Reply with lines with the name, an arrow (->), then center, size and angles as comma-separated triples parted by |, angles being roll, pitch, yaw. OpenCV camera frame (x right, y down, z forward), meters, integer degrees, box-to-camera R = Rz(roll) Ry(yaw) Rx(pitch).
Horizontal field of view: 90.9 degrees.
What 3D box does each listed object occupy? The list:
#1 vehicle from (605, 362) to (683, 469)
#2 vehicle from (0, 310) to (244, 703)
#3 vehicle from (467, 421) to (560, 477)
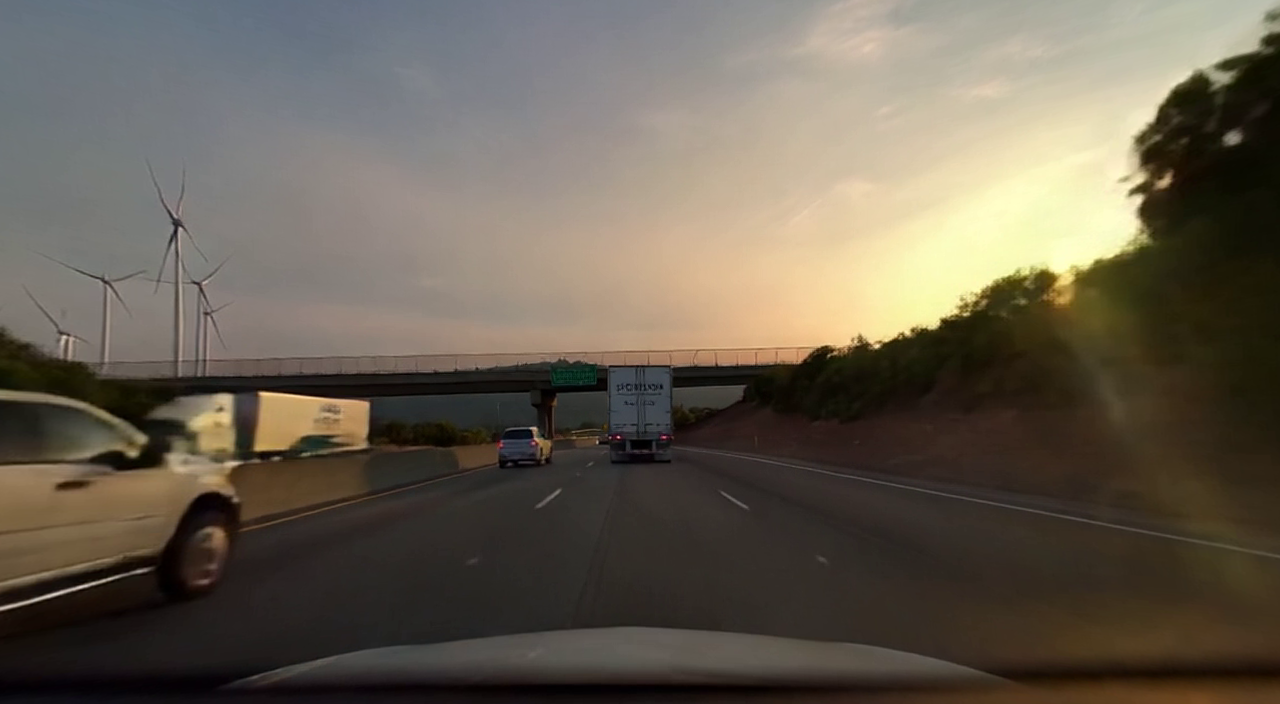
vehicle -> 0.007, 3.179, 29.820 | 2.906, 3.990, 12.551 | 0, -8, -1
vehicle -> -4.014, 0.643, 2.231 | 2.283, 1.814, 4.568 | 0, -8, -1
vehicle -> -4.153, 3.279, 21.661 | 2.167, 1.686, 4.946 | 0, -8, 0
